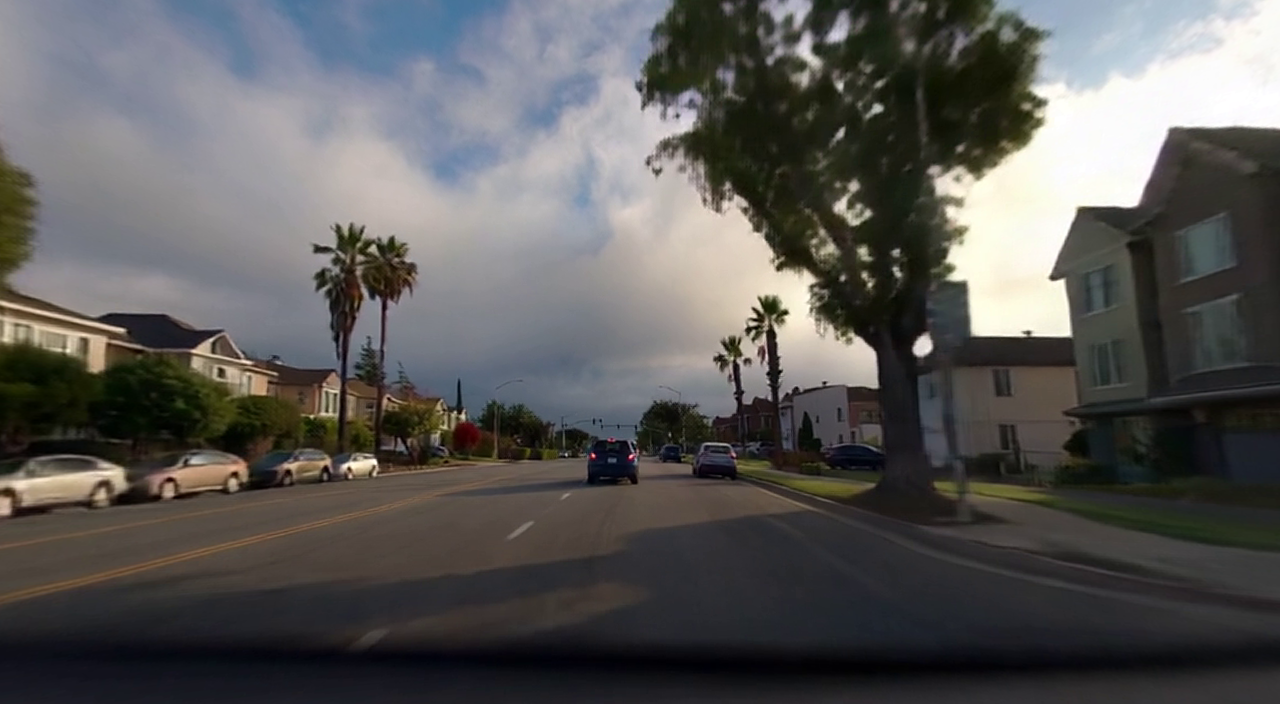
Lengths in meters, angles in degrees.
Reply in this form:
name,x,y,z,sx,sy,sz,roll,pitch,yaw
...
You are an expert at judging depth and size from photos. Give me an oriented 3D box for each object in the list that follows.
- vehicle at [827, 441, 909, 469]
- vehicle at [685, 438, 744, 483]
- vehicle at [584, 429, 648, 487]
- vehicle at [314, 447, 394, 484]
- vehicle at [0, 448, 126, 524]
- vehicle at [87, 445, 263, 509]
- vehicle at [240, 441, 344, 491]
name,x,y,z,sx,sy,sz,roll,pitch,yaw
vehicle,13.922,6.313,38.580,4.238,1.621,2.067,0,-8,-1
vehicle,3.315,4.910,28.695,1.949,1.685,4.161,6,-9,-1
vehicle,-0.727,3.693,22.267,1.994,1.810,5.057,0,-8,0
vehicle,-14.164,5.604,31.467,1.877,1.443,4.677,-3,-7,-1
vehicle,-14.114,2.989,13.955,1.884,1.451,4.435,-4,-7,-2
vehicle,-14.067,3.752,19.505,1.875,1.496,4.728,-4,-7,1
vehicle,-14.067,4.587,25.762,1.890,1.640,4.320,-3,-7,-1
